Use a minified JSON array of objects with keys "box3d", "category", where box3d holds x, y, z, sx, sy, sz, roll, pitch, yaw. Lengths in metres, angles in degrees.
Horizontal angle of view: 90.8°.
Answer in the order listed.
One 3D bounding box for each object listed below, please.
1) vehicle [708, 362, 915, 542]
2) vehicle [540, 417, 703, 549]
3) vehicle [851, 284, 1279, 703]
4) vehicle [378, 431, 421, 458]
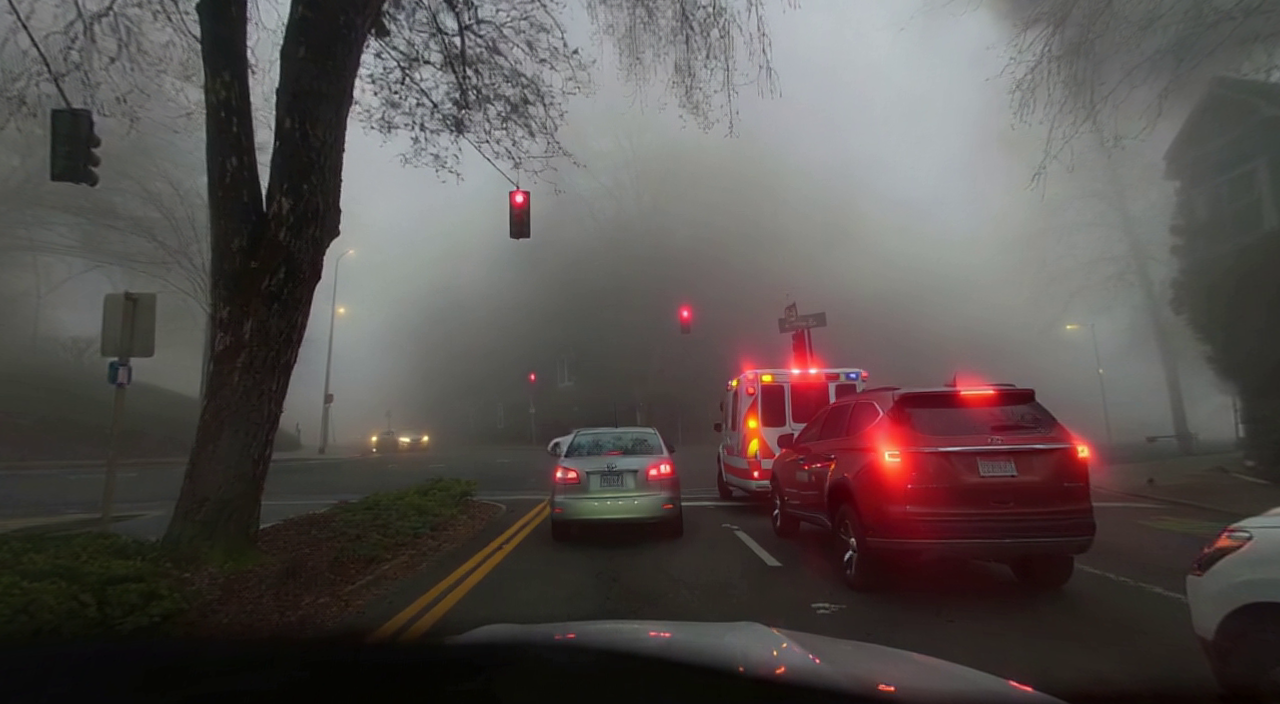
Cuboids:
[{"box3d":[2.880,1.892,12.353,2.406,2.687,5.521,0,-8,0],"category":"vehicle"},{"box3d":[-0.279,1.984,10.180,2.114,1.707,3.725,0,-8,-1],"category":"vehicle"},{"box3d":[2.851,0.894,2.835,2.194,1.820,4.652,0,-8,0],"category":"vehicle"},{"box3d":[-17.759,6.880,46.862,2.246,1.880,4.454,1,-8,-12],"category":"vehicle"}]
